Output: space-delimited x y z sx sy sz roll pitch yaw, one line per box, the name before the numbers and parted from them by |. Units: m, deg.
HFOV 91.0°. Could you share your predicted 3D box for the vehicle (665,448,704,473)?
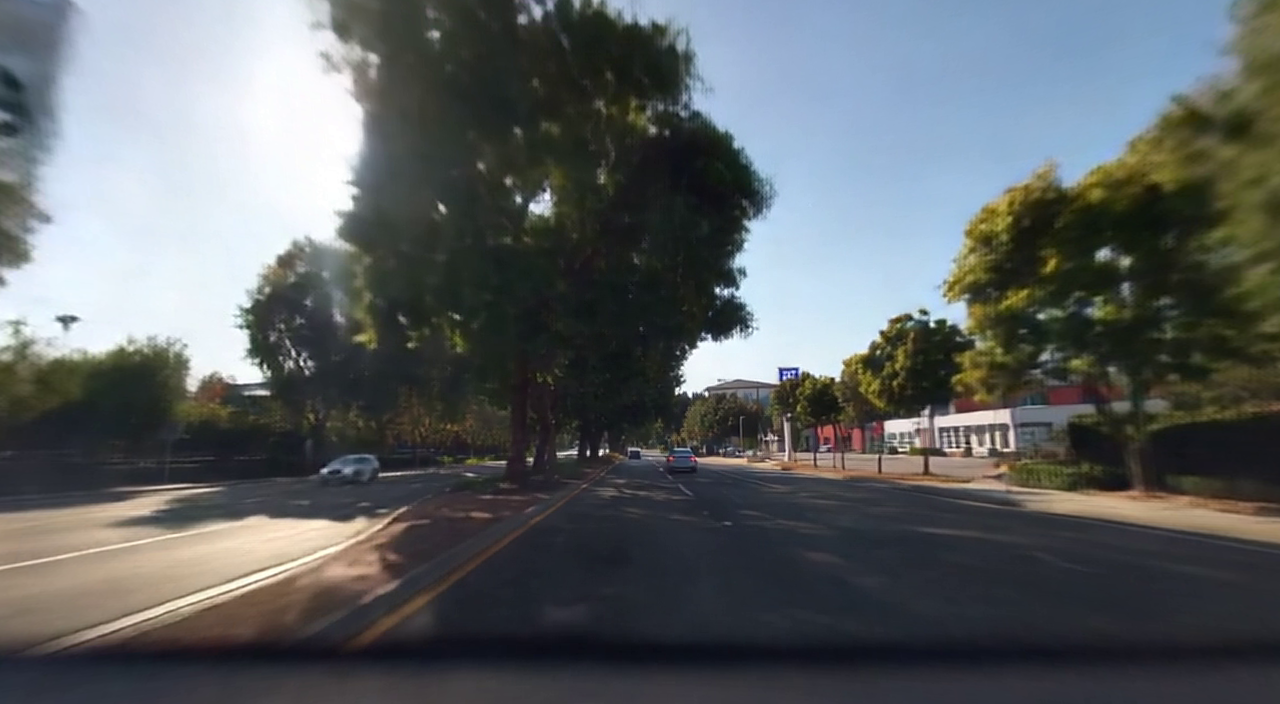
vehicle | 2.782 6.876 40.124 2.015 1.479 4.444 0 -9 -2
